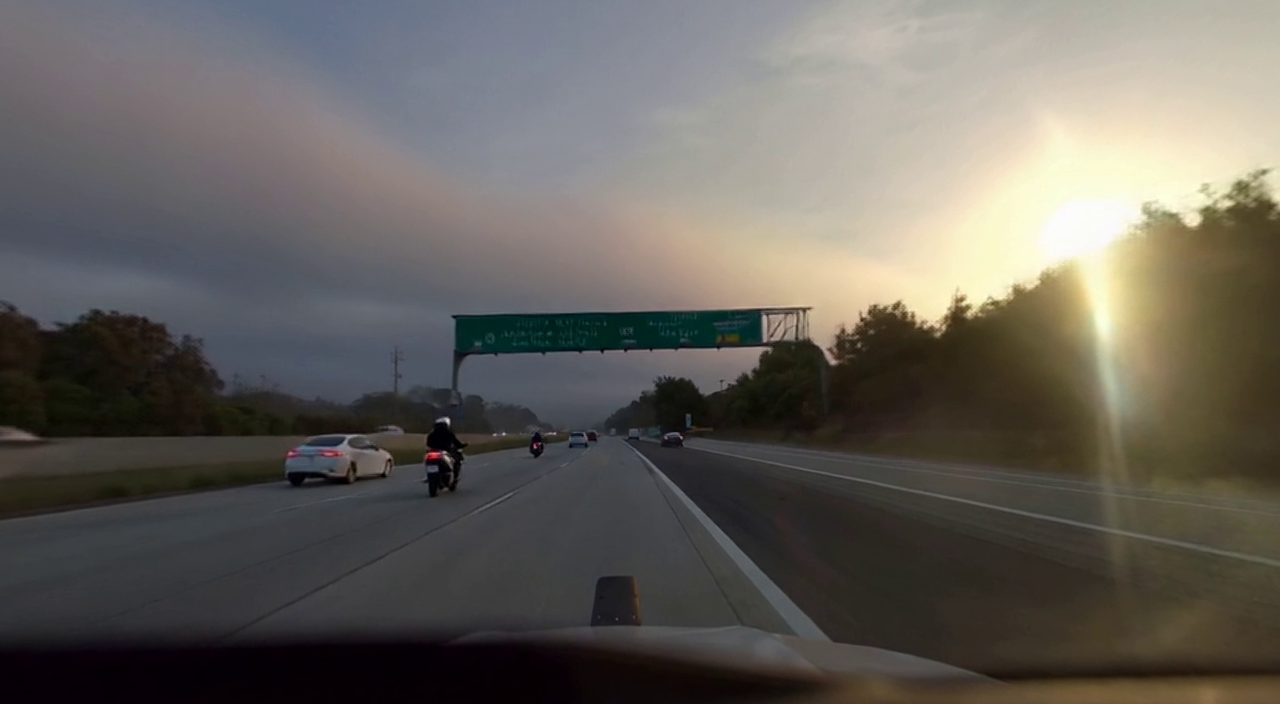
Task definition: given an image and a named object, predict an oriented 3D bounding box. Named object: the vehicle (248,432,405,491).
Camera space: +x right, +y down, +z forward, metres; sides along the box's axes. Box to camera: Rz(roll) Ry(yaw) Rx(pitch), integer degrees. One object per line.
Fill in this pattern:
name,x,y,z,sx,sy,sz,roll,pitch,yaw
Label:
vehicle,-8.420,2.946,17.530,2.053,1.409,4.704,0,-8,-1
